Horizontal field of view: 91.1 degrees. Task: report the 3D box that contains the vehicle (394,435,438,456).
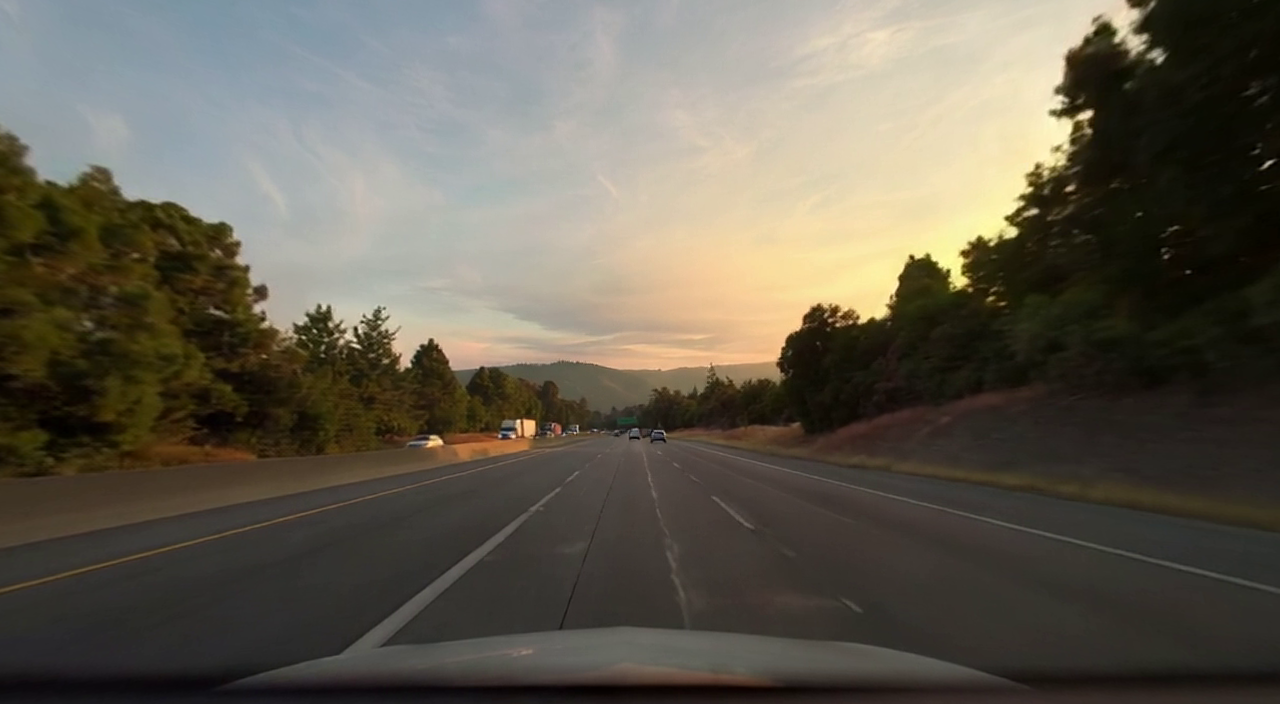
[{"bbox_3d":[-17.172,7.135,48.416,1.855,1.522,4.394,0,-7,0],"label":"vehicle"}]
